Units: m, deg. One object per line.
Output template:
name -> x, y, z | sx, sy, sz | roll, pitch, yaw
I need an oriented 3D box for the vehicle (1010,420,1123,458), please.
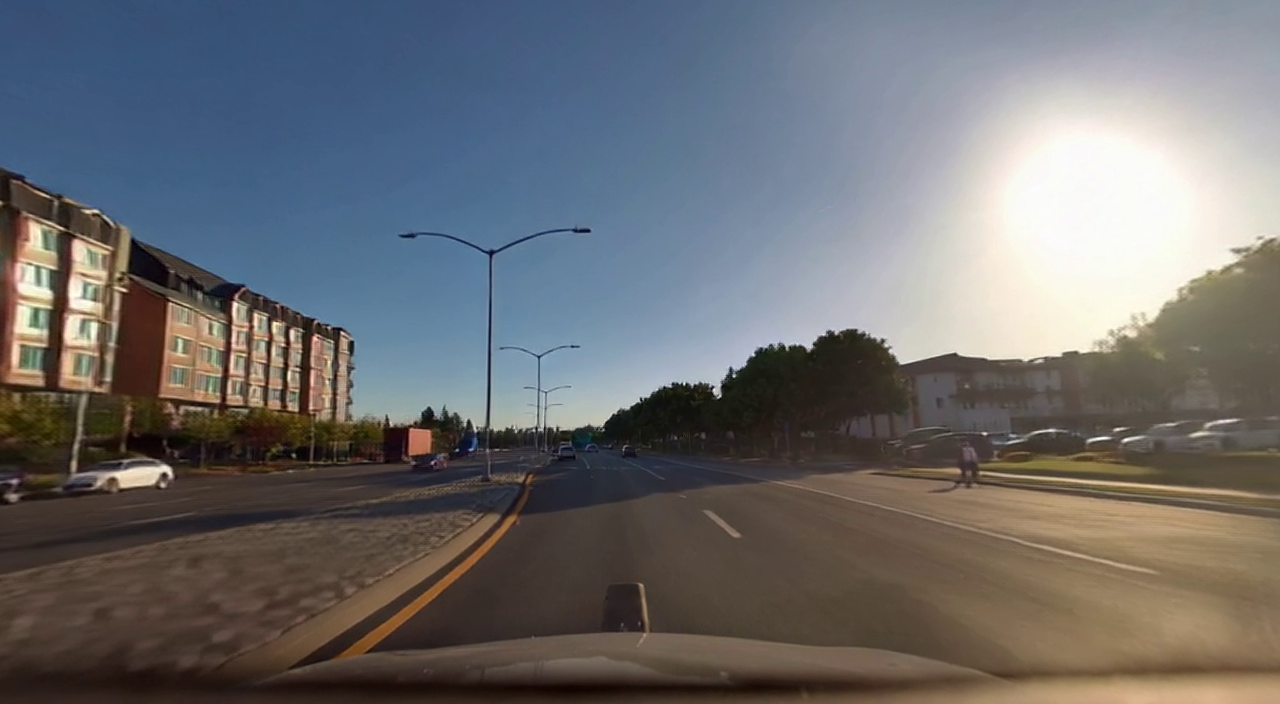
vehicle -> 21.641, 4.474, 32.317 | 4.218, 1.780, 2.331 | -1, -10, 18

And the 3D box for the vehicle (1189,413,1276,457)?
vehicle -> 23.820, 3.387, 25.471 | 2.219, 1.587, 5.047 | -8, -12, 42

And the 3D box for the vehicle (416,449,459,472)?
vehicle -> -14.637, 7.850, 45.904 | 2.150, 1.534, 4.569 | 1, -9, -7

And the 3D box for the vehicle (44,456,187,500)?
vehicle -> -21.348, 5.114, 26.033 | 2.155, 1.542, 4.584 | 0, -9, -4

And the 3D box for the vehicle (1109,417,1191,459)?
vehicle -> 21.906, 3.728, 27.049 | 2.218, 1.617, 4.783 | -9, -12, 43

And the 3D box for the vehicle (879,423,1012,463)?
vehicle -> 16.054, 4.875, 33.638 | 5.829, 1.995, 2.659 | -3, -9, 15
